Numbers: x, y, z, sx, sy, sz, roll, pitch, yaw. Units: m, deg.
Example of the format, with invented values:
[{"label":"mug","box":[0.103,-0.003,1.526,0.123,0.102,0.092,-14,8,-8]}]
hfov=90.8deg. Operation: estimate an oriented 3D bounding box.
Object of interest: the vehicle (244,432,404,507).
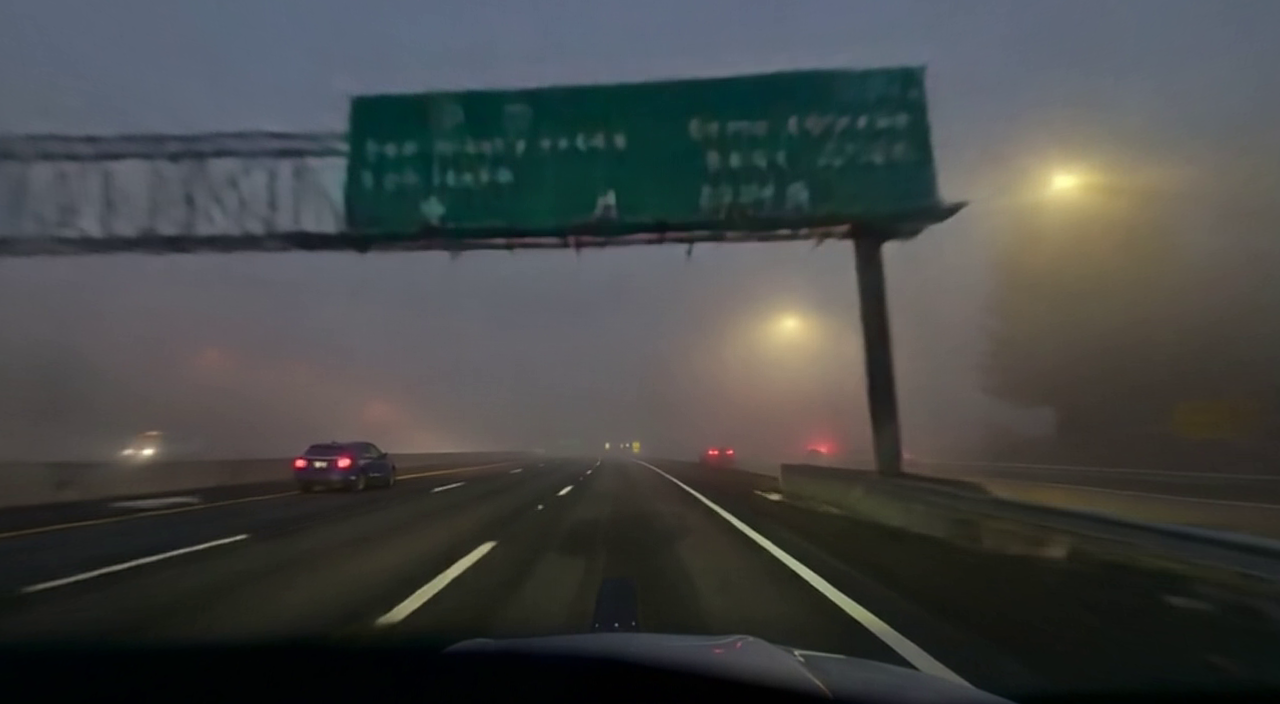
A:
[{"label":"vehicle","box":[-7.703,2.888,15.936,1.924,1.601,4.115,0,-9,-1]}]
